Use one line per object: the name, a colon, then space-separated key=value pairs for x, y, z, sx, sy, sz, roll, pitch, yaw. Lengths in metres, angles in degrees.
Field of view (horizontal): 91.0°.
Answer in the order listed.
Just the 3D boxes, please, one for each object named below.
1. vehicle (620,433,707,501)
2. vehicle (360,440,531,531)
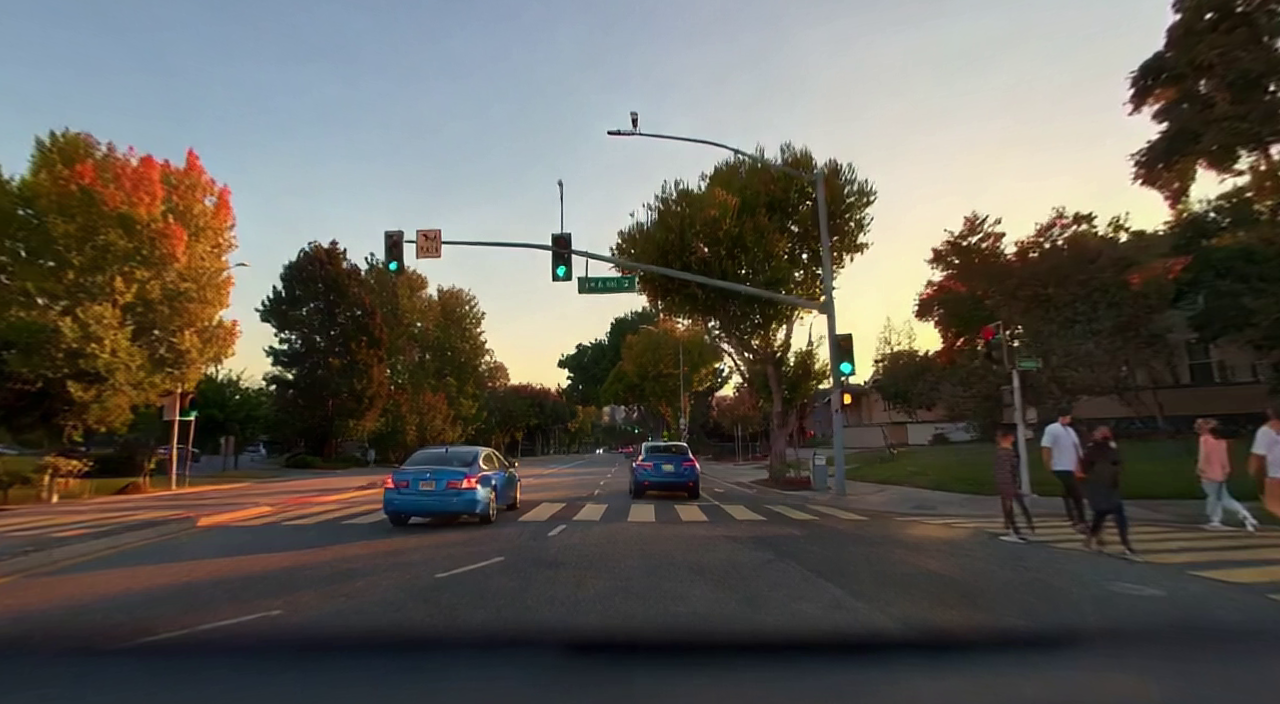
vehicle: x=0.563 y=3.417 z=19.165 sx=2.215 sy=1.799 sz=4.426 roll=0 pitch=-8 yaw=-3
vehicle: x=-3.506 y=2.468 z=12.270 sx=2.036 sy=1.447 sz=4.044 roll=0 pitch=-8 yaw=0
